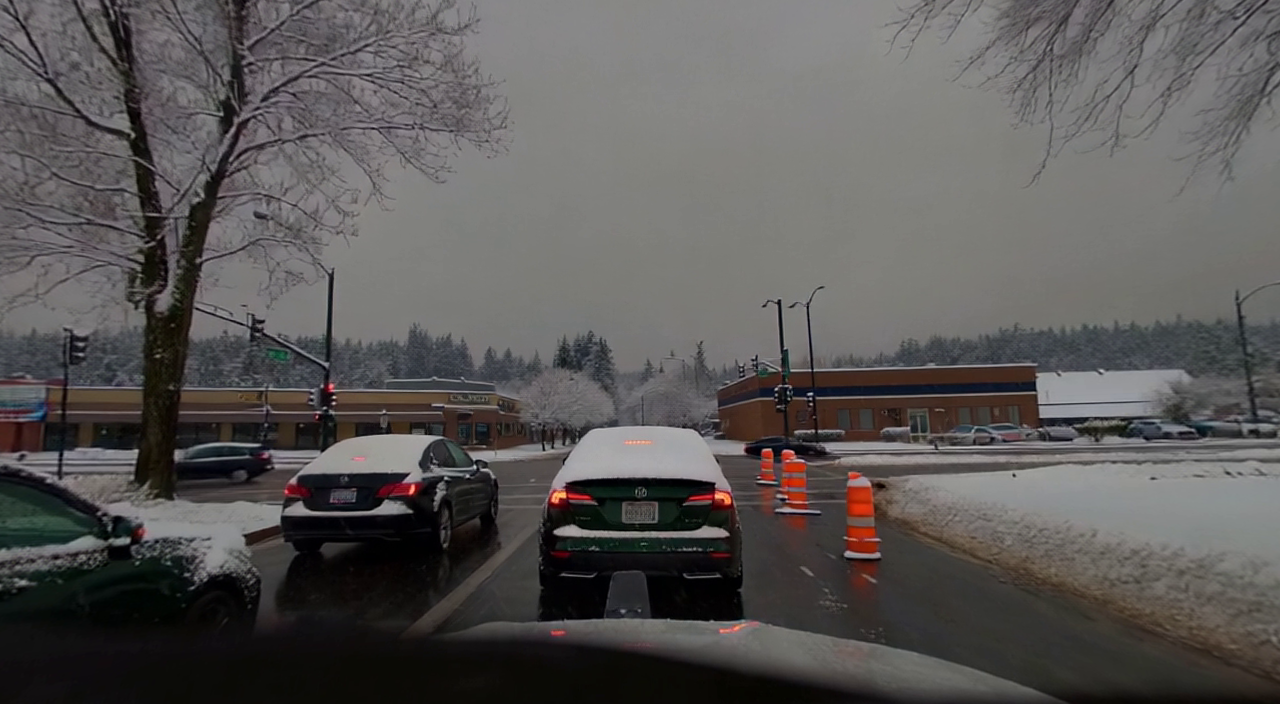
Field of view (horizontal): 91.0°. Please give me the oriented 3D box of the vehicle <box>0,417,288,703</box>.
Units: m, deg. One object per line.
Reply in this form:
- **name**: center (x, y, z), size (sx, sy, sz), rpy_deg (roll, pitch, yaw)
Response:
- **vehicle**: center (-3.588, 0.949, 2.144), size (1.964, 1.497, 4.722), rpy_deg (0, -9, 1)

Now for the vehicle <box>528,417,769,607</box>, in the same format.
- **vehicle**: center (0.113, 1.628, 7.211), size (2.021, 1.560, 3.676), rpy_deg (0, -9, 1)

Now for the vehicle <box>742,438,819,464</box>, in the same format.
- **vehicle**: center (9.295, 6.568, 41.787), size (4.805, 1.688, 1.923), rpy_deg (-2, -9, 14)

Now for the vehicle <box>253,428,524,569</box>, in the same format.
- **vehicle**: center (-3.270, 1.998, 9.444), size (1.989, 1.541, 4.626), rpy_deg (0, -9, 2)

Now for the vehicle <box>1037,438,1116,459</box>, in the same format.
- **vehicle**: center (32.715, 7.253, 47.218), size (4.581, 1.480, 1.752), rpy_deg (1, -9, 0)
